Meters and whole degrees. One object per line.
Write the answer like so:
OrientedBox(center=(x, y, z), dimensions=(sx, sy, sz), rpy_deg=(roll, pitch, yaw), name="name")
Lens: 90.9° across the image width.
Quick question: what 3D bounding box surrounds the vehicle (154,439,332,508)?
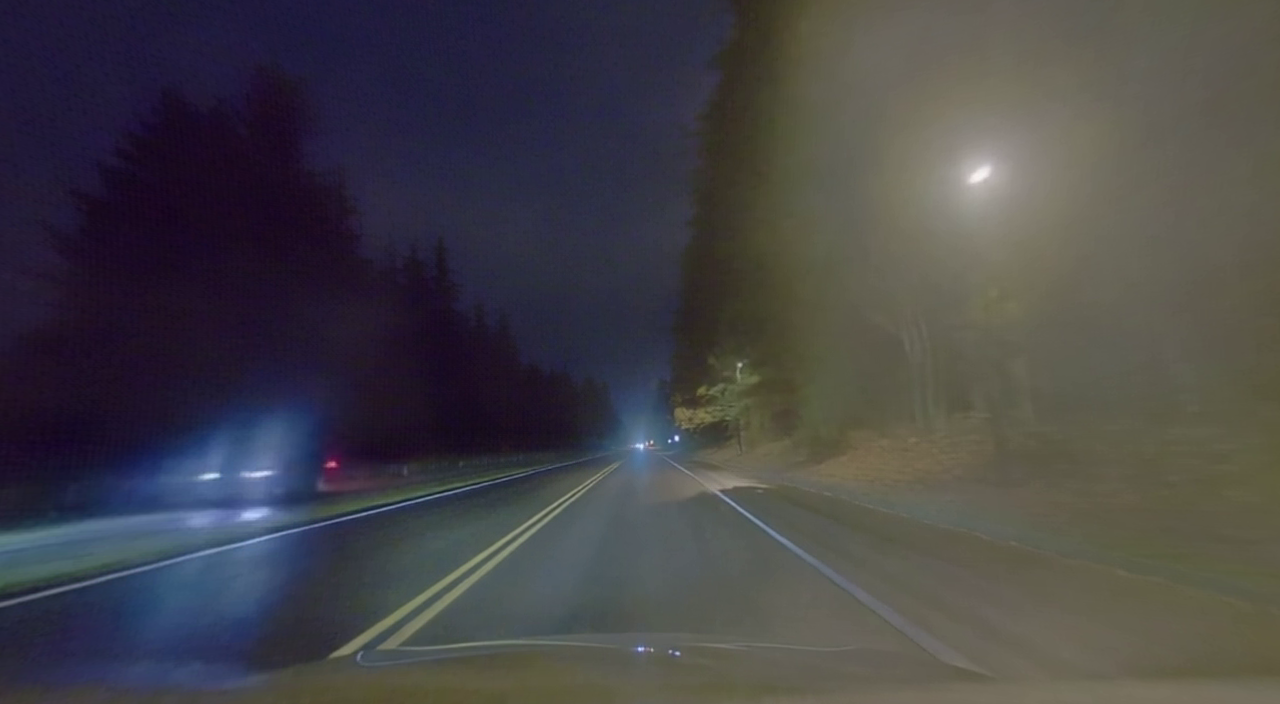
OrientedBox(center=(-10.779, 3.290, 17.612), dimensions=(1.953, 1.670, 4.511), rpy_deg=(0, -8, 1), name="vehicle")
